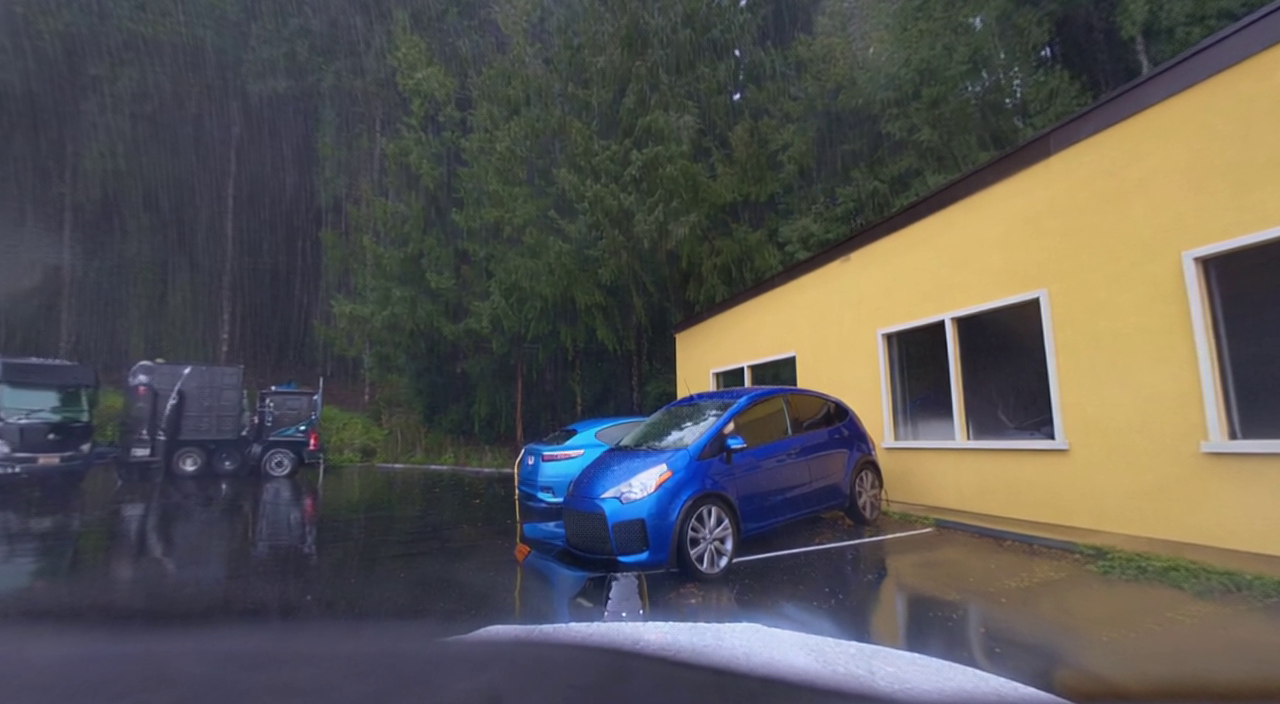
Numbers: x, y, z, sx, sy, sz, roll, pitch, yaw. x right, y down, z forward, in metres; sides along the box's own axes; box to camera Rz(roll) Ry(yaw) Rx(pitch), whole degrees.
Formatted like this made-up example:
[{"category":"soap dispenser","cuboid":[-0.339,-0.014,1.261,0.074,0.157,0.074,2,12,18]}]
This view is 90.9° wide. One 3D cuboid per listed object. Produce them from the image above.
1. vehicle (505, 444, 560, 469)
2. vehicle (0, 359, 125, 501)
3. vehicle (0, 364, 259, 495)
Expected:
[{"category":"vehicle","cuboid":[-6.775,6.636,40.199,1.809,1.506,3.473,-4,-10,24]},{"category":"vehicle","cuboid":[-21.988,2.744,21.063,11.512,3.871,3.038,-5,-10,29]},{"category":"vehicle","cuboid":[-19.631,3.064,23.834,11.906,4.069,2.948,-5,-10,28]}]
